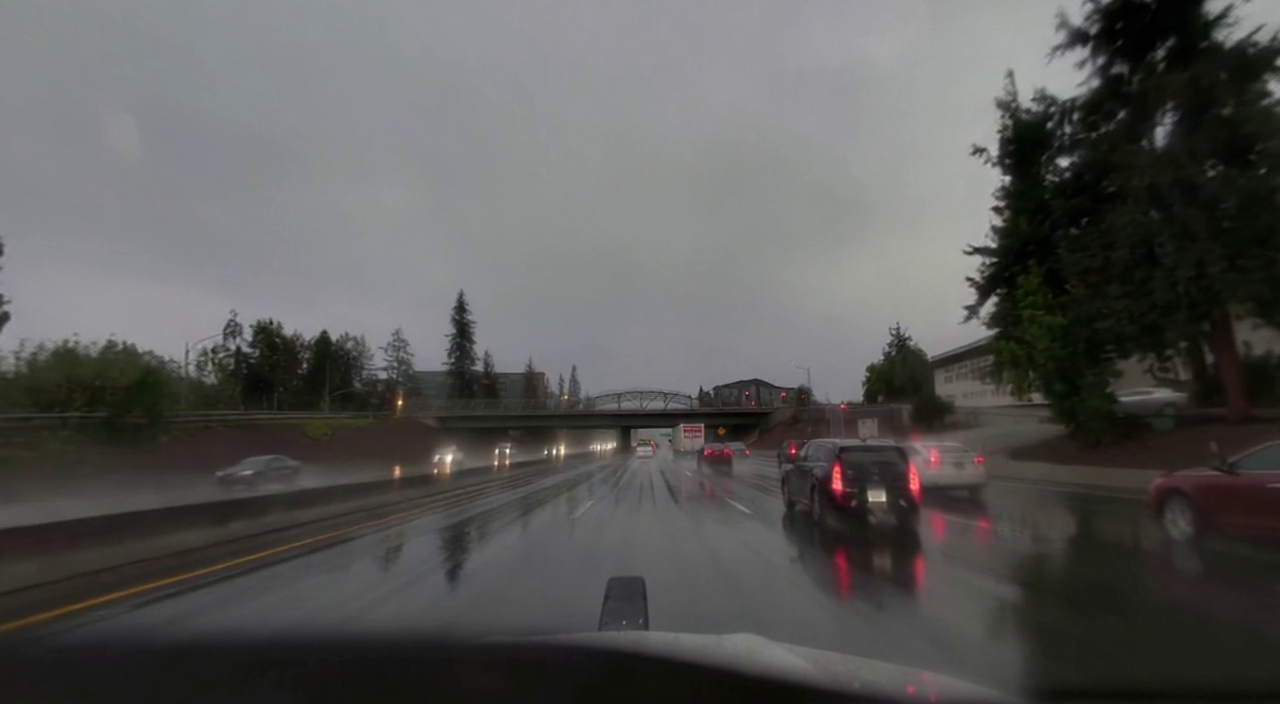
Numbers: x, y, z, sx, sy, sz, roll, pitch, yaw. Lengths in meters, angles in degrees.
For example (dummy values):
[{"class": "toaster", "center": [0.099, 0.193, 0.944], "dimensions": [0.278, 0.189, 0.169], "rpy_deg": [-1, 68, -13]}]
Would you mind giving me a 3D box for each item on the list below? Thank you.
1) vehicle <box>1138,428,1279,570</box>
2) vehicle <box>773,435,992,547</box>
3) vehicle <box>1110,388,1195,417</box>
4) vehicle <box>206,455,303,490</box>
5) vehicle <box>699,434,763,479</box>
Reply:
[{"class": "vehicle", "center": [7.669, 1.488, 6.246], "dimensions": [1.919, 1.476, 4.303], "rpy_deg": [0, -8, 0]}, {"class": "vehicle", "center": [3.718, 2.193, 10.716], "dimensions": [1.902, 1.481, 4.451], "rpy_deg": [0, -8, -1]}, {"class": "vehicle", "center": [35.334, 3.552, 43.671], "dimensions": [2.024, 1.757, 4.696], "rpy_deg": [0, -8, 2]}, {"class": "vehicle", "center": [-18.611, 5.789, 30.698], "dimensions": [1.913, 1.484, 4.502], "rpy_deg": [0, -8, -1]}, {"class": "vehicle", "center": [4.003, 4.695, 28.660], "dimensions": [2.086, 1.858, 4.737], "rpy_deg": [0, -8, -1]}]
